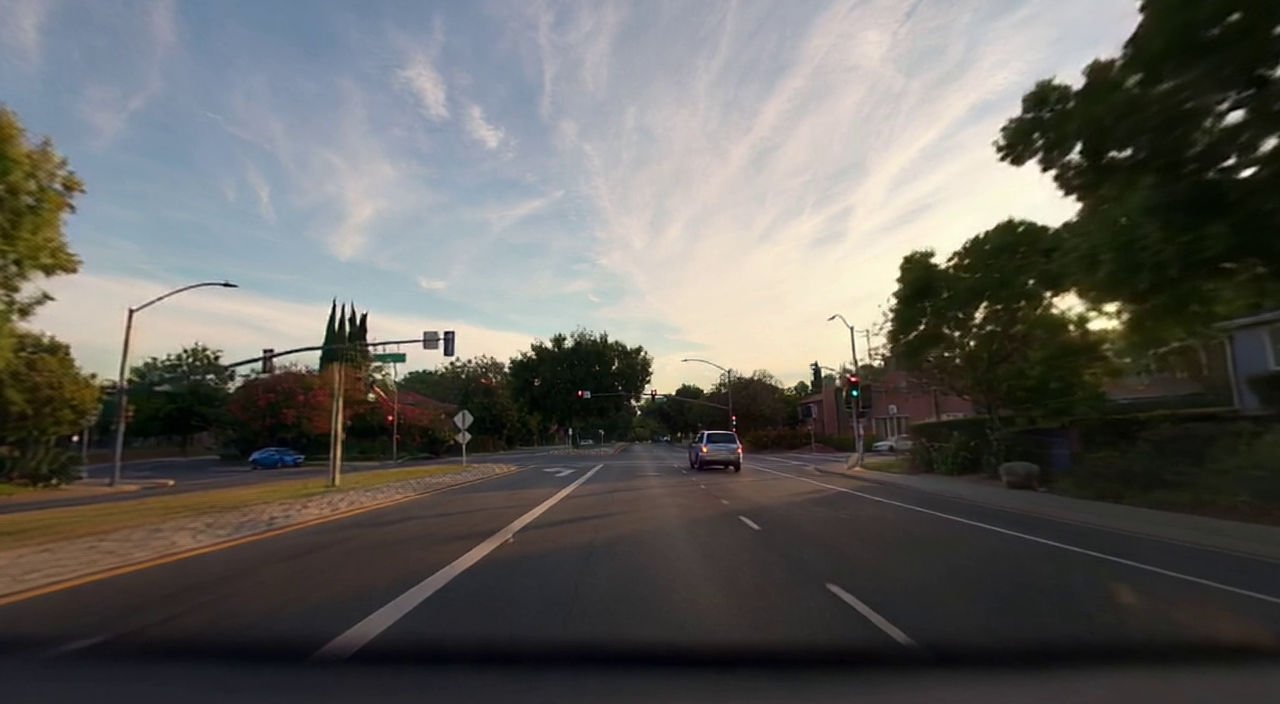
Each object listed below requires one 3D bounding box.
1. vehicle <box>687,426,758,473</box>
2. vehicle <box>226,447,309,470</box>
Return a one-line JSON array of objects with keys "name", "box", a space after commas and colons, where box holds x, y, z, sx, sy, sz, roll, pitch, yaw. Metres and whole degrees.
[{"name": "vehicle", "box": [3.359, 4.126, 26.875, 2.229, 1.795, 4.927, 0, -9, -2]}, {"name": "vehicle", "box": [-27.002, 7.723, 45.916, 4.737, 1.659, 2.042, 0, -9, -2]}]
